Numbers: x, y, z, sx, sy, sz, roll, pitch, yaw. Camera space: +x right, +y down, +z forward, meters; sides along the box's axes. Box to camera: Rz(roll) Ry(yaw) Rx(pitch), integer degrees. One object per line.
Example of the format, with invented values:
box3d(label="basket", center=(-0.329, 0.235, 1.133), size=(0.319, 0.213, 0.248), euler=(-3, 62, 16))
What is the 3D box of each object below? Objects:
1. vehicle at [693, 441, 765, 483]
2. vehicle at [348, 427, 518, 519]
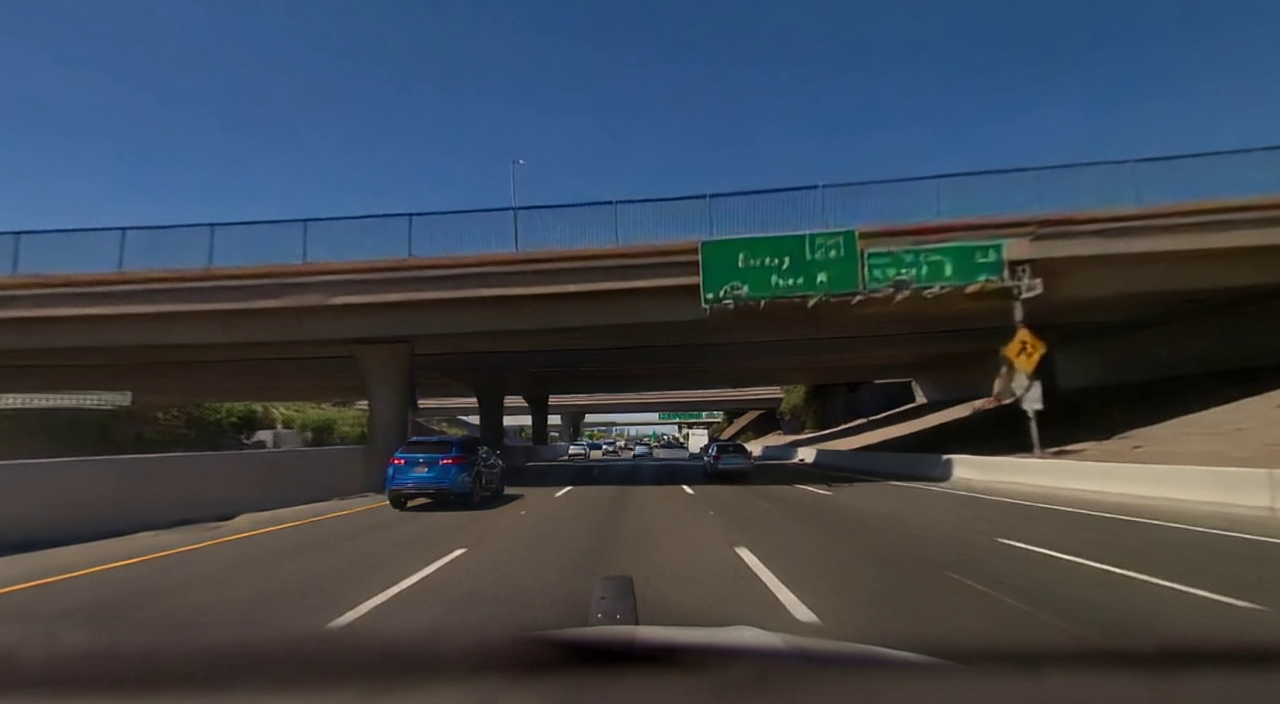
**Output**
box3d(label="vehicle", center=(3.320, 4.195, 24.347), size=(2.083, 1.453, 4.307), euler=(0, -8, -1))
box3d(label="vehicle", center=(-4.147, 2.486, 13.507), size=(2.193, 1.641, 4.077), euler=(0, -8, 1))
